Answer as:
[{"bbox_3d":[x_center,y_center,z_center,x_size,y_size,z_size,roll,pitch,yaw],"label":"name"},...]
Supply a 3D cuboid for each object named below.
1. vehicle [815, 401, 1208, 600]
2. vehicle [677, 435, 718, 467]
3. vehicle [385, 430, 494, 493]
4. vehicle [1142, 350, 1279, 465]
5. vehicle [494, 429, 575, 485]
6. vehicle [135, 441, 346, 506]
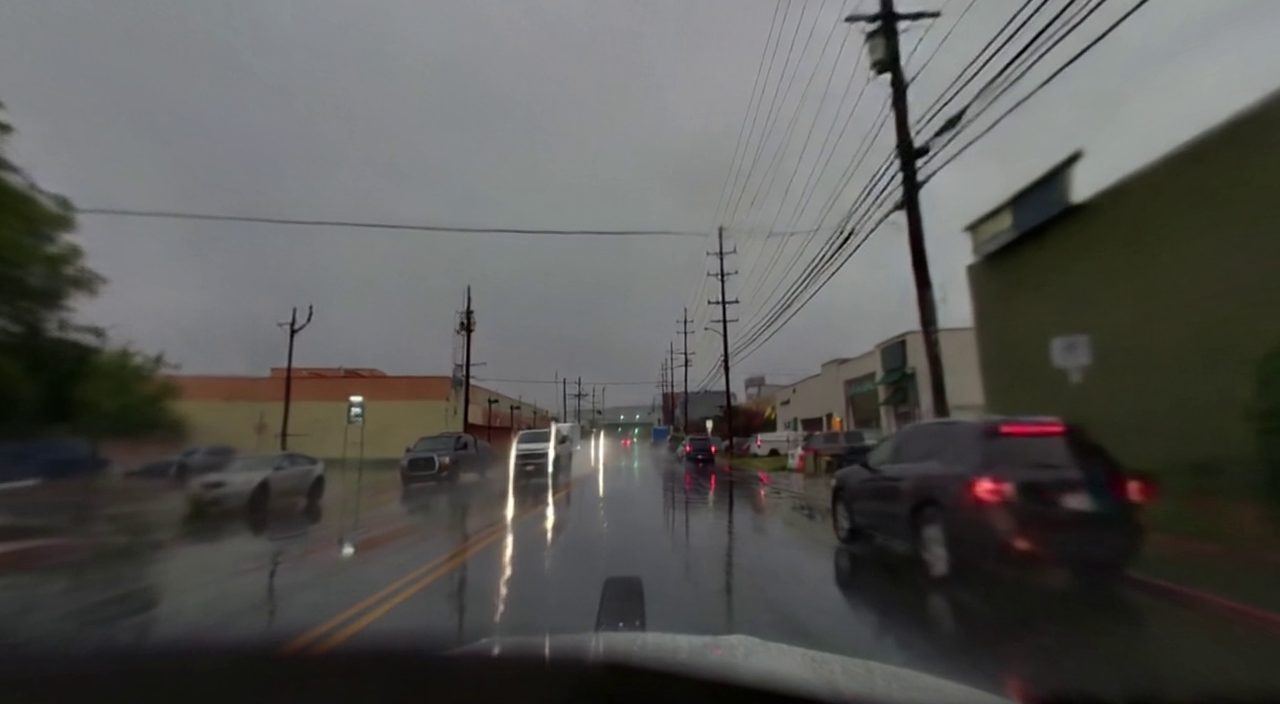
[{"bbox_3d":[3.913,1.643,7.911,2.092,1.730,4.595,0,-8,0],"label":"vehicle"},{"bbox_3d":[3.753,6.640,42.541,2.333,1.967,6.008,0,-8,1],"label":"vehicle"},{"bbox_3d":[-8.044,4.419,26.164,2.530,2.110,6.445,-3,-8,-1],"label":"vehicle"},{"bbox_3d":[24.953,2.001,22.713,11.030,3.852,2.886,-1,-9,0],"label":"vehicle"},{"bbox_3d":[-3.839,3.937,23.912,2.229,1.889,4.816,0,-8,0],"label":"vehicle"},{"bbox_3d":[-11.536,3.516,18.765,4.936,1.703,1.959,3,-9,-23],"label":"vehicle"}]
